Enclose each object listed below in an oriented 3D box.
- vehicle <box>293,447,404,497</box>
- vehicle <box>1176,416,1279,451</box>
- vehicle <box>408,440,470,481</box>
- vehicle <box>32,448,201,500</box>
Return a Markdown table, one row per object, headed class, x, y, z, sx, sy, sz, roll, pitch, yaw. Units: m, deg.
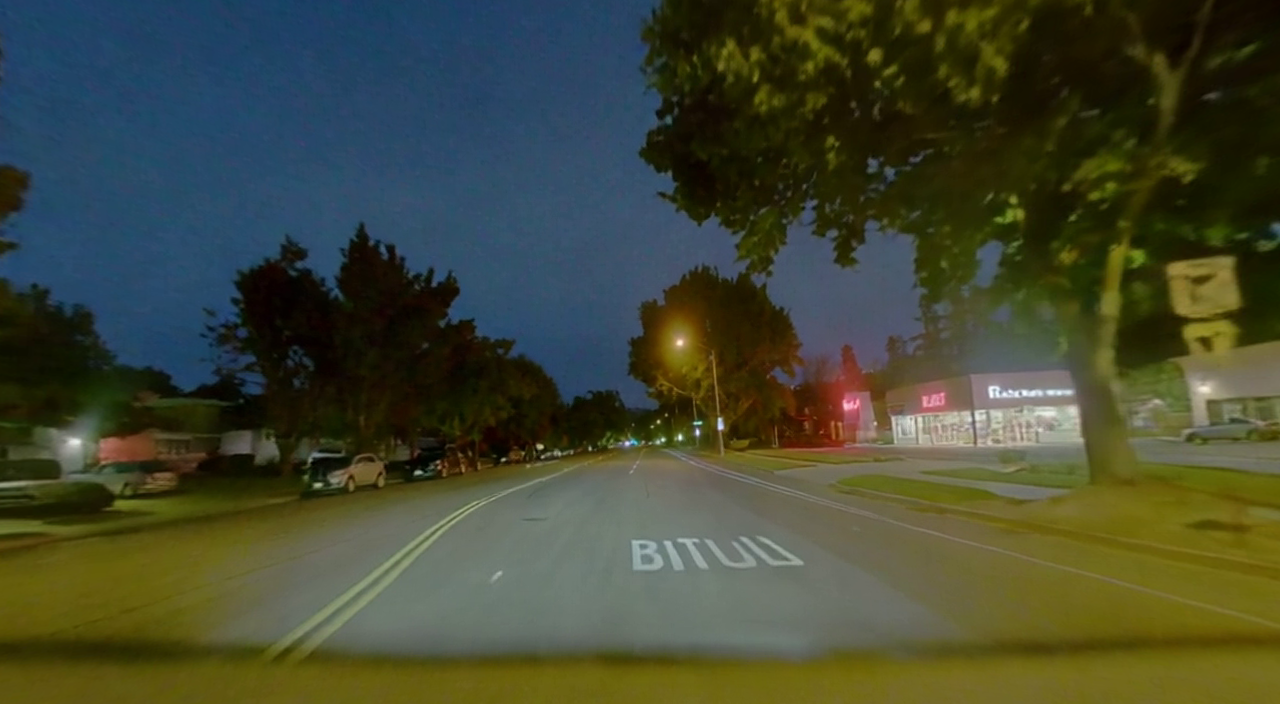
| class | x | y | z | sx | sy | sz | roll | pitch | yaw |
| --- | --- | --- | --- | --- | --- | --- | --- | --- | --- |
| vehicle | -11.163 | 4.591 | 24.632 | 1.950 | 1.720 | 4.868 | -1 | -9 | 1 |
| vehicle | 30.729 | 4.180 | 32.067 | 1.960 | 1.670 | 4.863 | 4 | -9 | -25 |
| vehicle | -11.097 | 5.975 | 35.144 | 2.015 | 1.884 | 4.488 | -6 | -8 | -2 |
| vehicle | -21.398 | 4.941 | 26.139 | 2.079 | 1.877 | 4.862 | -4 | -9 | 21 |
